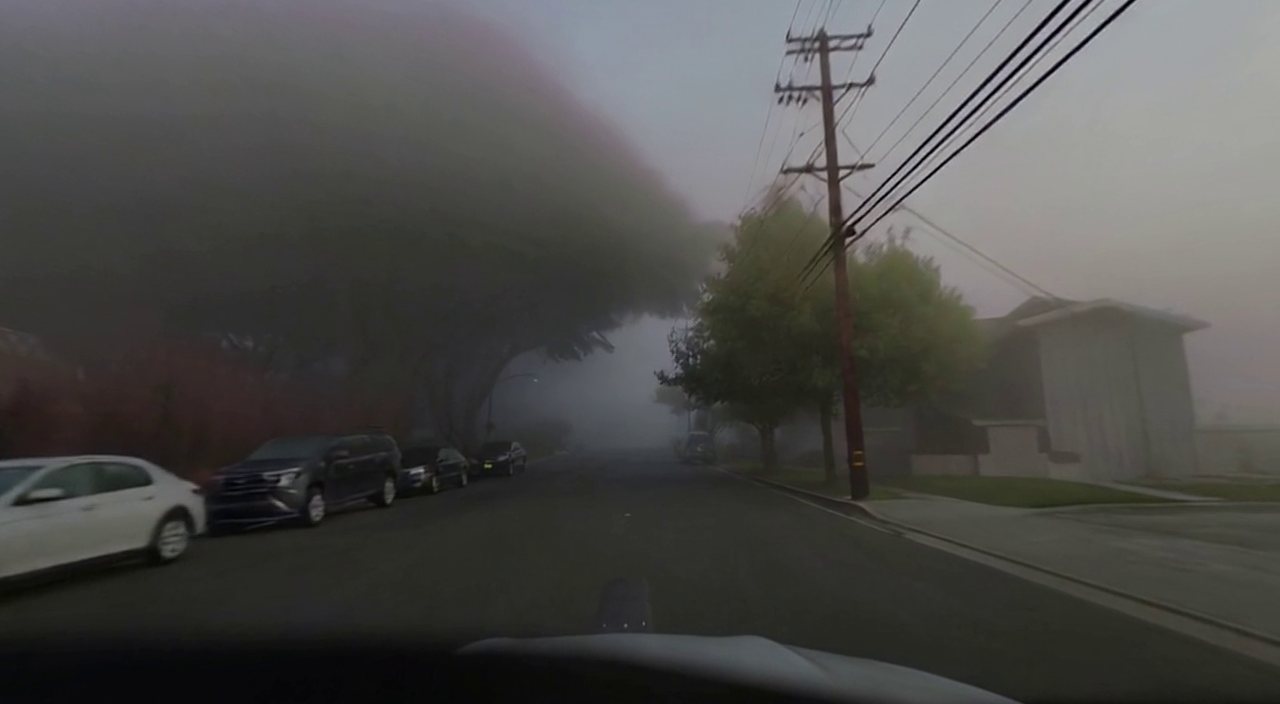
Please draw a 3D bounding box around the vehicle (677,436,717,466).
[{"bbox_3d":[3.572,6.343,40.552,2.138,1.766,5.129,0,-8,0],"label":"vehicle"}]

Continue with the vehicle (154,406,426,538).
[{"bbox_3d":[-6.383,2.269,12.608,2.222,2.022,5.547,0,-8,0],"label":"vehicle"}]

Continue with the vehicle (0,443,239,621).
[{"bbox_3d":[-6.268,1.627,6.143,1.890,1.453,4.430,0,-8,-2],"label":"vehicle"}]
